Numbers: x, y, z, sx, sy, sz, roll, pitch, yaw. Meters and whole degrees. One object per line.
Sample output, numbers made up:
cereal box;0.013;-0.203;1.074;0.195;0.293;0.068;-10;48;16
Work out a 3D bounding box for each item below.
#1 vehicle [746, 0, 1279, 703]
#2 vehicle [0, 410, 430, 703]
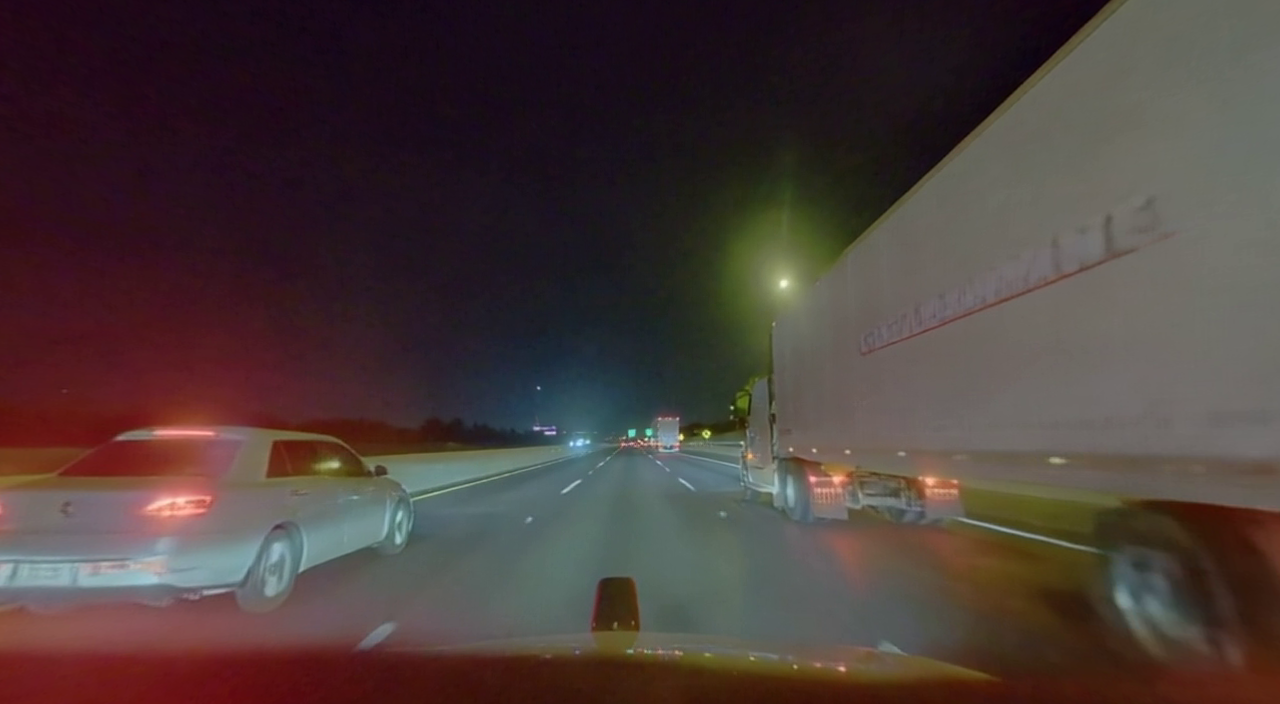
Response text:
vehicle;4.265;0.392;7.861;2.976;4.064;14.619;0;-8;-1
vehicle;-3.487;1.365;5.392;1.990;1.520;4.100;0;-8;0
